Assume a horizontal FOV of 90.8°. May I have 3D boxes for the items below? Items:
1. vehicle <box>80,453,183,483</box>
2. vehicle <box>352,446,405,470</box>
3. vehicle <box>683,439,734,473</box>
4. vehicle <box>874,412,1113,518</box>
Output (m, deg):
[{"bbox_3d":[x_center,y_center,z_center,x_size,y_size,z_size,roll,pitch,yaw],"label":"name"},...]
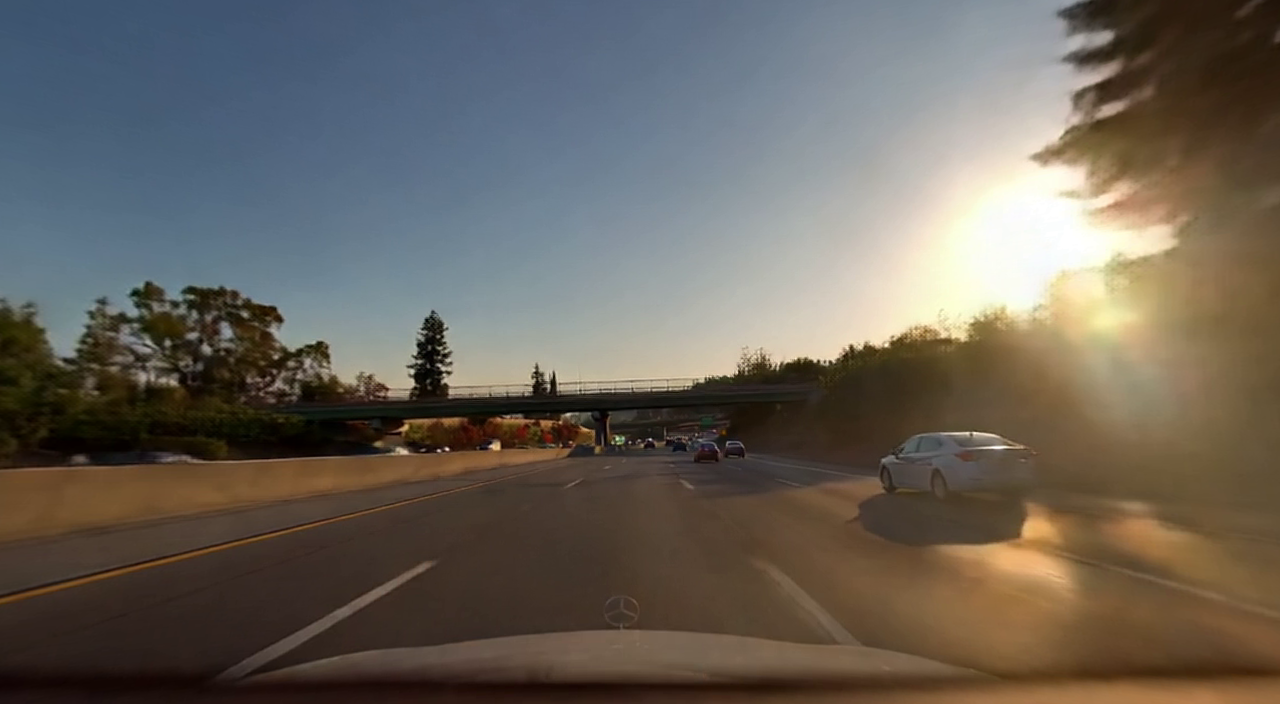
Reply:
[{"bbox_3d":[-27.710,6.286,34.653,1.883,1.471,4.502,-1,-9,0],"label":"vehicle"},{"bbox_3d":[-19.840,8.063,48.195,1.986,1.730,4.558,-1,-9,1],"label":"vehicle"},{"bbox_3d":[3.210,4.974,30.338,1.981,1.471,4.342,-1,-9,0],"label":"vehicle"},{"bbox_3d":[7.035,2.326,13.426,2.087,1.806,4.946,0,-9,-1],"label":"vehicle"}]
